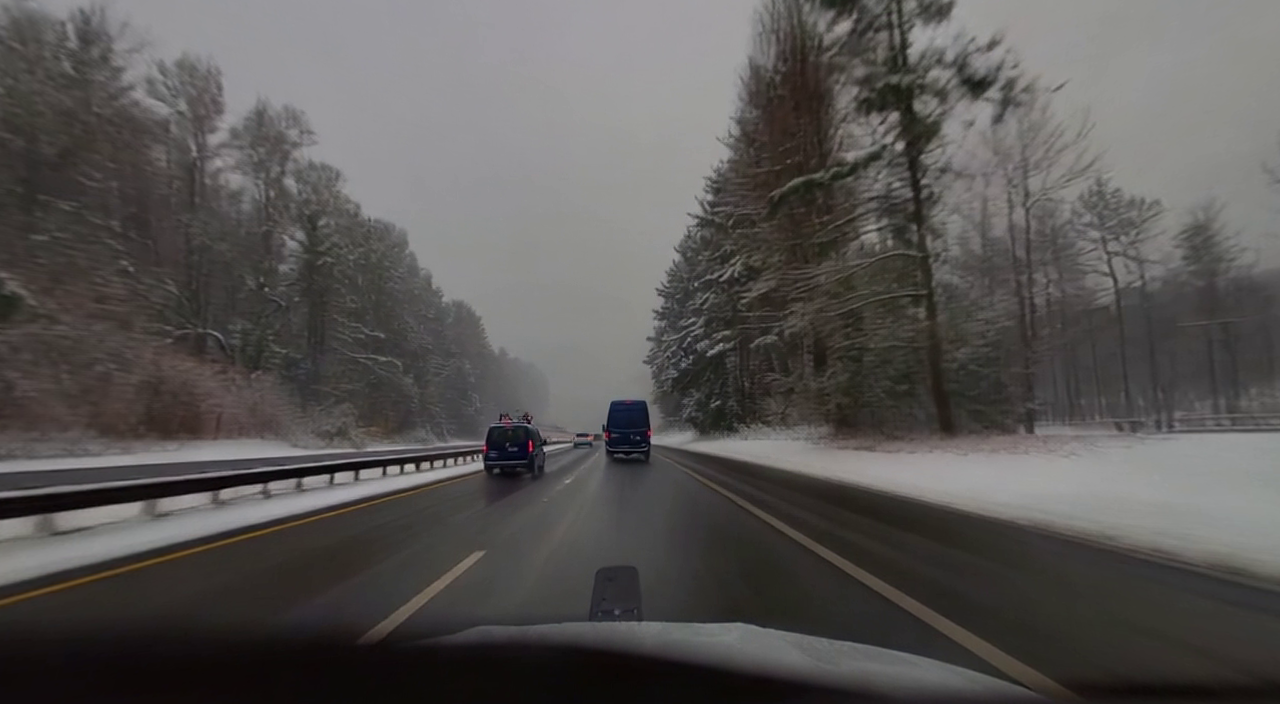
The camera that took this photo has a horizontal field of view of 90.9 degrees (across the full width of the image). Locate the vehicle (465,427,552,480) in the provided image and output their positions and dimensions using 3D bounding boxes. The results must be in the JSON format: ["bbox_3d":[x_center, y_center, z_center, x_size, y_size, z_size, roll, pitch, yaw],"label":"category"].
[{"bbox_3d":[-4.409,3.467,21.876,2.110,1.636,4.453,0,-8,-1],"label":"vehicle"}]

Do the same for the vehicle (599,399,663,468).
[{"bbox_3d":[-0.546,3.852,29.624,2.647,2.896,6.480,0,-8,-3],"label":"vehicle"}]

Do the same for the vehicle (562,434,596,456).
[{"bbox_3d":[-4.339,6.695,45.489,2.251,1.459,4.236,0,-8,-2],"label":"vehicle"}]
